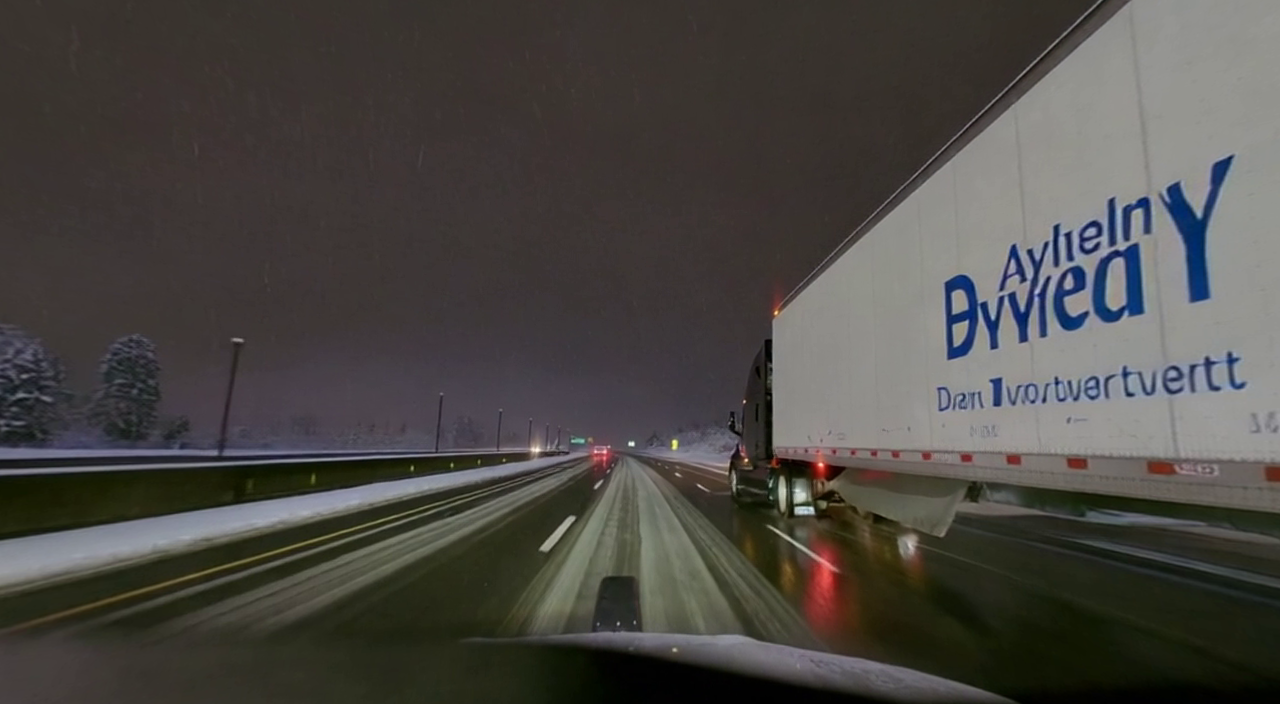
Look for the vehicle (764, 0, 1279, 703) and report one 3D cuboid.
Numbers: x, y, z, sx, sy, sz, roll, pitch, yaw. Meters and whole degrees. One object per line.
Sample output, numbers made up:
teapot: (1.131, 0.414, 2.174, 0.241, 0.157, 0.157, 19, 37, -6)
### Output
vehicle: (3.990, 0.199, 5.939, 2.962, 4.132, 12.720, 0, -8, 0)
